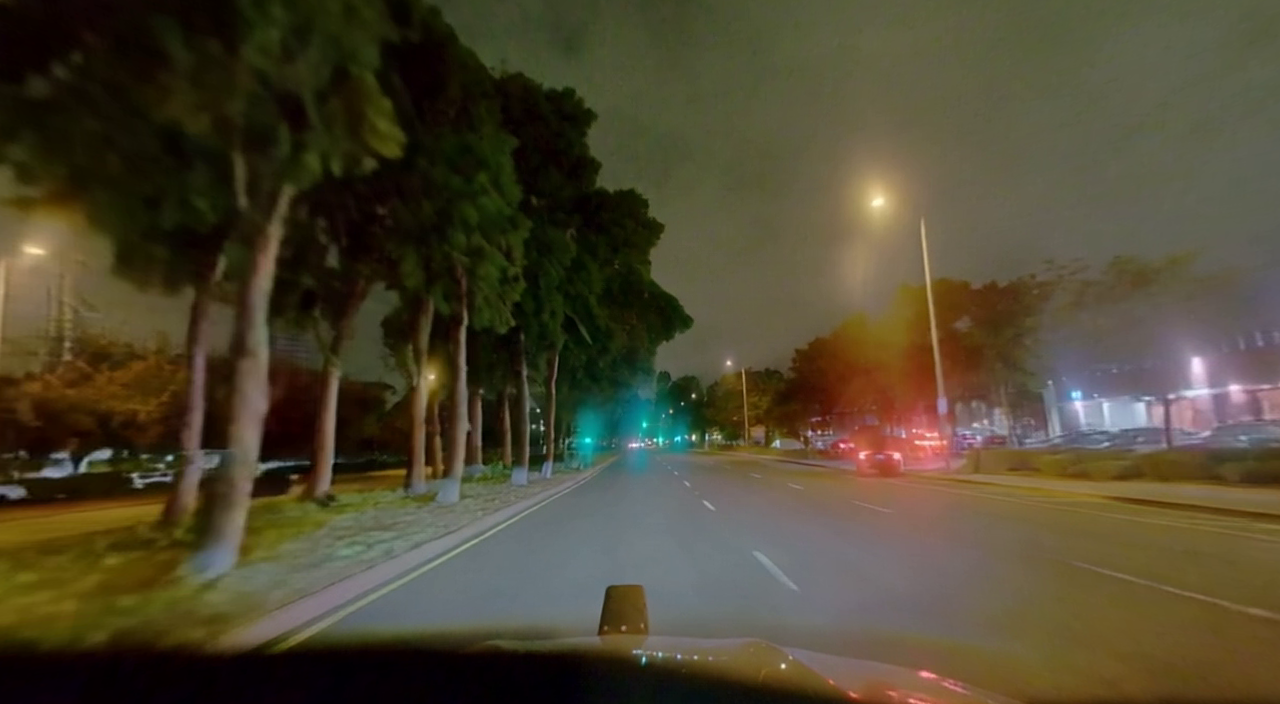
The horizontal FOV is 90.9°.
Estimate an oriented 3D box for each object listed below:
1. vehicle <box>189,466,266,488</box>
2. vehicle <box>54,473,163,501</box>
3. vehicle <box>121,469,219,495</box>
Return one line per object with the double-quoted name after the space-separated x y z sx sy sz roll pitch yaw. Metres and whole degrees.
-30.901 9.371 47.303 4.377 1.424 1.936 3 -9 -17 "vehicle"
-32.063 8.135 38.155 4.540 1.469 1.933 3 -9 -19 "vehicle"
-30.854 8.522 41.548 4.735 1.468 2.047 3 -9 -25 "vehicle"
